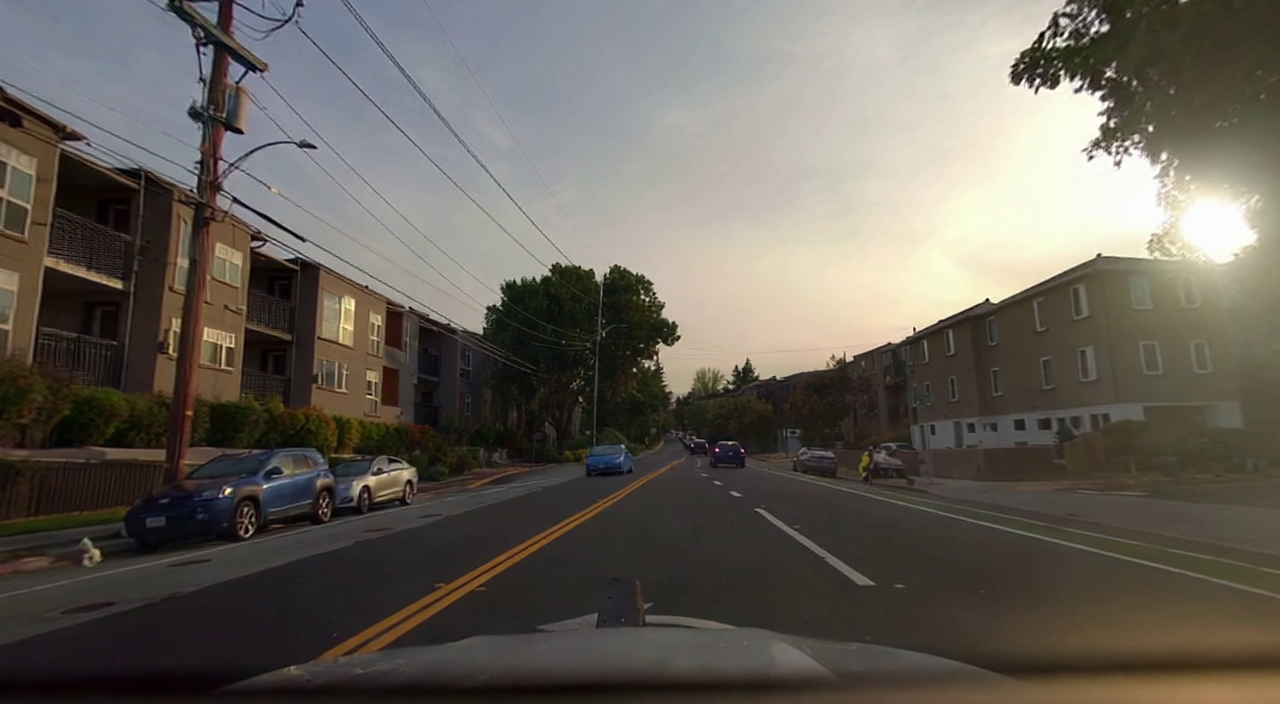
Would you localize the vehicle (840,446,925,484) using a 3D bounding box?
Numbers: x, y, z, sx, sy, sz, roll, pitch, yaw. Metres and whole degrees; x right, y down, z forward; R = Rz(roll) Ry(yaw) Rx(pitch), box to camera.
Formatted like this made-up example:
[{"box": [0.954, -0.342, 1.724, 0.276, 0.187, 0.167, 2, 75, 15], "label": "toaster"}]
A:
[{"box": [10.325, 4.800, 27.123, 1.935, 1.478, 4.711, -1, -8, 2], "label": "vehicle"}]

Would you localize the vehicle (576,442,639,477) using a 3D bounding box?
[{"box": [-1.384, 4.904, 28.898, 2.155, 1.436, 4.501, -1, -8, 7], "label": "vehicle"}]

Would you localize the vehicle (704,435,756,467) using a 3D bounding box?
[{"box": [5.052, 5.655, 35.977, 2.306, 1.719, 4.805, 0, -8, 0], "label": "vehicle"}]

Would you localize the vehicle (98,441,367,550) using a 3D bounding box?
[{"box": [-8.001, 2.810, 13.120, 2.381, 1.825, 4.652, -1, -8, 2], "label": "vehicle"}]
